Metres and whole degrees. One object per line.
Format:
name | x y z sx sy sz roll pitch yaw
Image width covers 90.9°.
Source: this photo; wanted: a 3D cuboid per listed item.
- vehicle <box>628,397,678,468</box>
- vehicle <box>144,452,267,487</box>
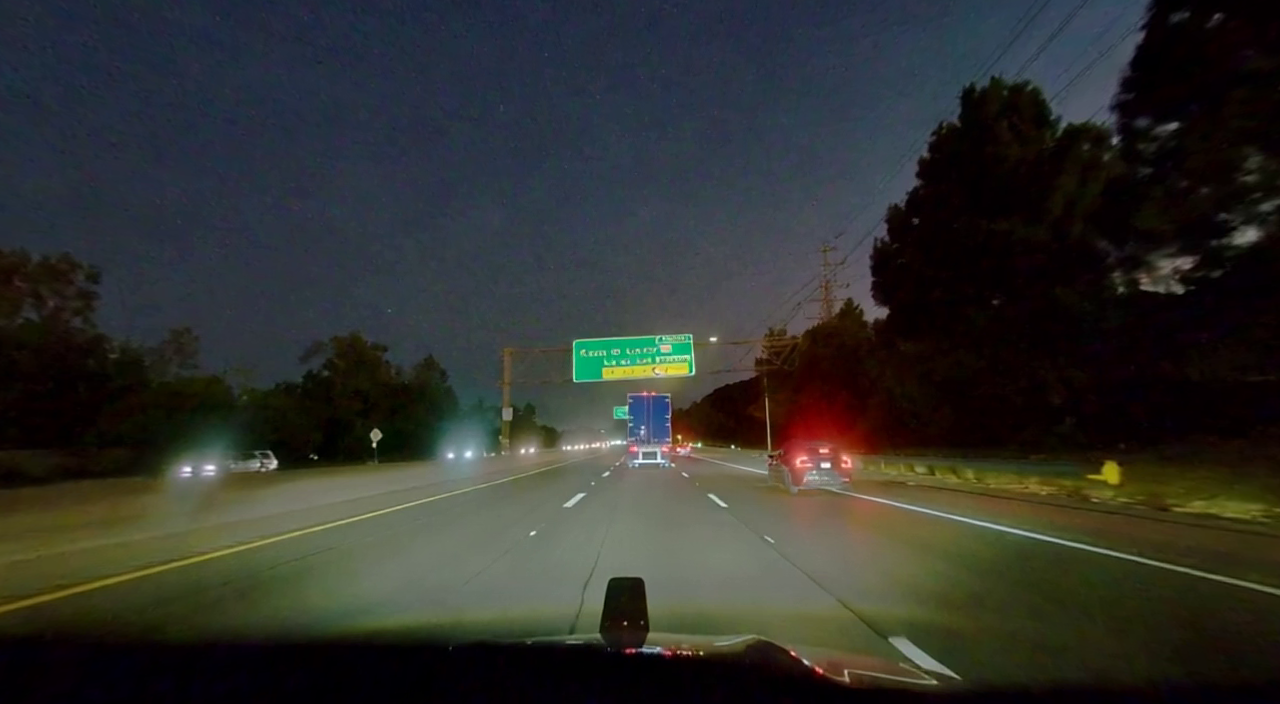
vehicle | 0.694 5.528 42.590 2.919 4.101 11.541 0 -8 -1
vehicle | -24.470 6.622 35.801 3.863 1.764 4.317 0 -8 -1
